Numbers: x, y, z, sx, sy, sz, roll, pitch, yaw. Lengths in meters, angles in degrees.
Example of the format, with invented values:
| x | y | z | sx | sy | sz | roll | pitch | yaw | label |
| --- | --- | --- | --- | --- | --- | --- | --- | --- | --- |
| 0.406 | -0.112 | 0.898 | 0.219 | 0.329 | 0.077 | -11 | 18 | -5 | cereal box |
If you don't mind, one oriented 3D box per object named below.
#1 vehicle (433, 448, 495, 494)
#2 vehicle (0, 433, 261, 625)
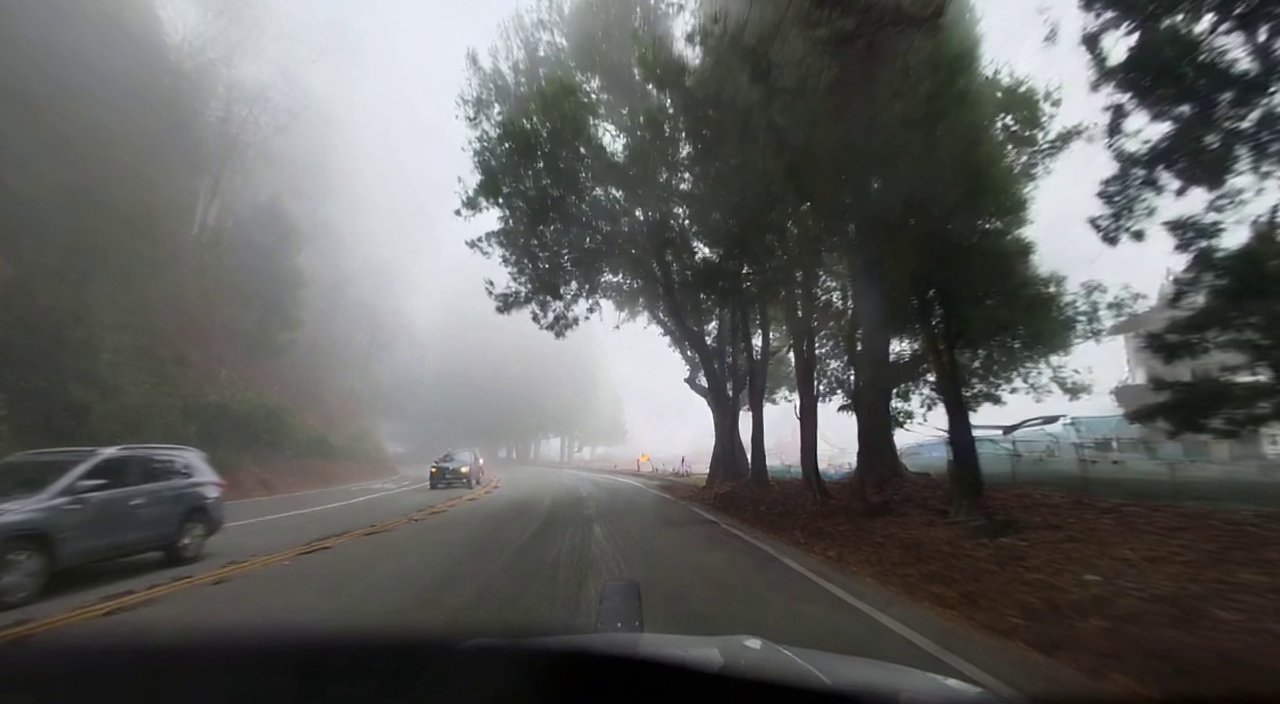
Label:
| x | y | z | sx | sy | sz | roll | pitch | yaw | label |
| --- | --- | --- | --- | --- | --- | --- | --- | --- | --- |
| -7.804 | 5.264 | 28.436 | 2.019 | 1.840 | 4.437 | 0 | -9 | -7 | vehicle |
| -6.860 | 1.923 | 7.646 | 1.943 | 1.745 | 4.115 | -1 | -9 | 0 | vehicle |
